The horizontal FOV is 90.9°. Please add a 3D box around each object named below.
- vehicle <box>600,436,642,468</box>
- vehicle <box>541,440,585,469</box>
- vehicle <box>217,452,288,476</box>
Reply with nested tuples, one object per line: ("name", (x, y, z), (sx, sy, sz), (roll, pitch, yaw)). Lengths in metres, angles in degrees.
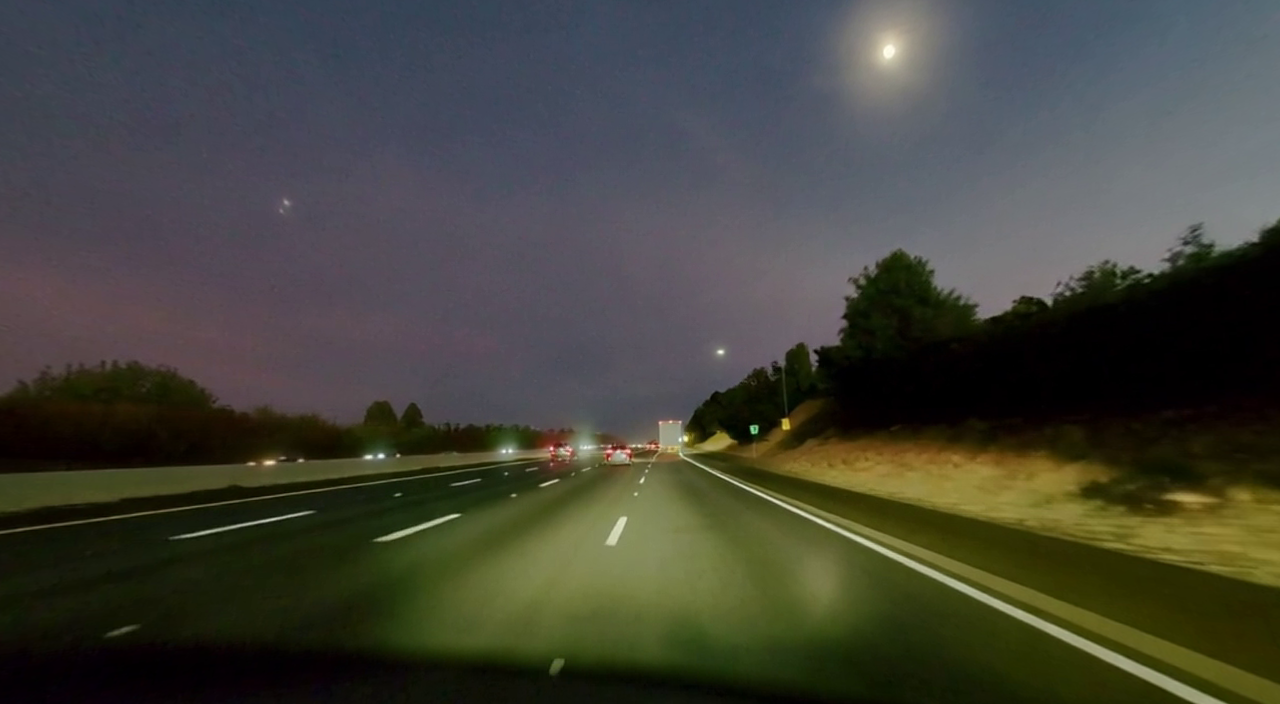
("vehicle", (-1.086, 6.157, 38.973), (2.283, 1.802, 4.810), (0, -9, 2))
("vehicle", (-4.769, 6.384, 39.498), (2.062, 1.691, 4.278), (0, -9, 2))
("vehicle", (-26.500, 7.660, 43.336), (1.946, 1.489, 4.422), (0, -9, 2))
